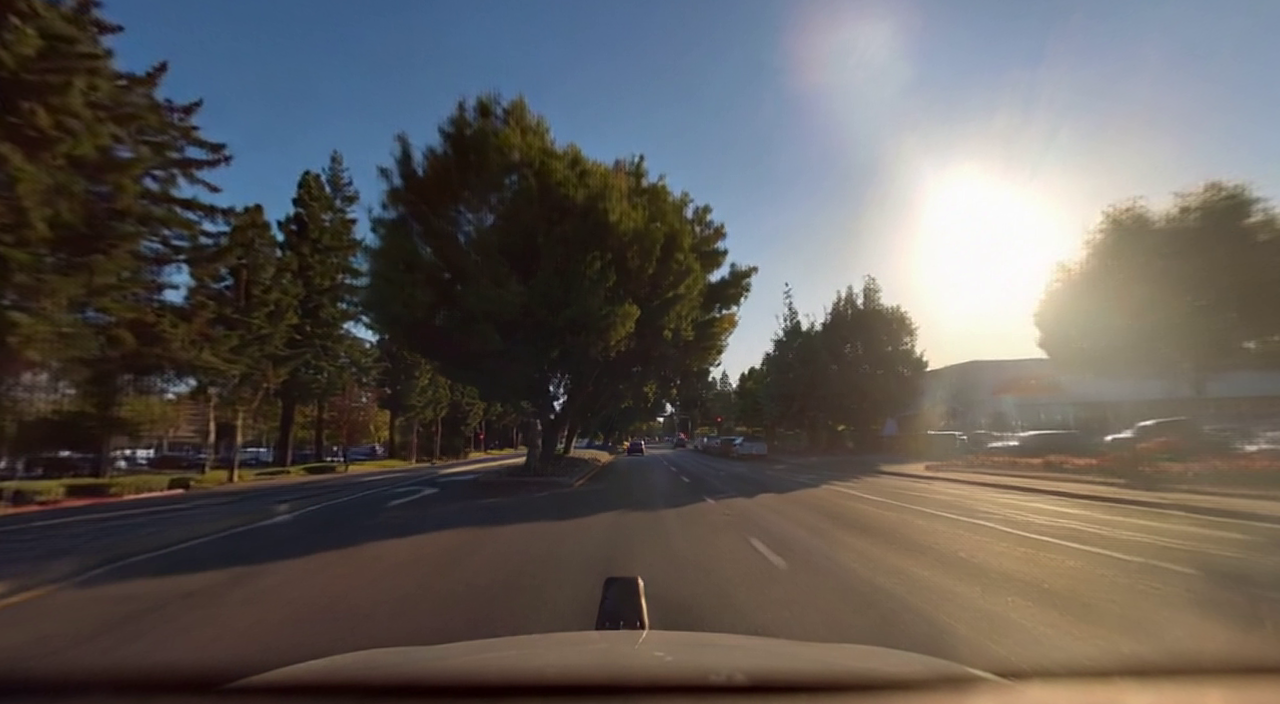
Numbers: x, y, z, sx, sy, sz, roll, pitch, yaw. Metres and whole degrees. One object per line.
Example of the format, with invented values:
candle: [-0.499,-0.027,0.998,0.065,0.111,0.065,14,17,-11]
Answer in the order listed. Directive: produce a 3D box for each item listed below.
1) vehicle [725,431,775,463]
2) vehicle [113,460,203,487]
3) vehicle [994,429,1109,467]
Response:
vehicle: [6.466,5.637,37.667,1.985,1.758,4.523,0,-8,-2]
vehicle: [-33.149,8.366,43.644,4.705,1.627,2.017,5,-10,-32]
vehicle: [17.941,4.184,27.621,3.923,1.575,1.882,1,-9,-12]
